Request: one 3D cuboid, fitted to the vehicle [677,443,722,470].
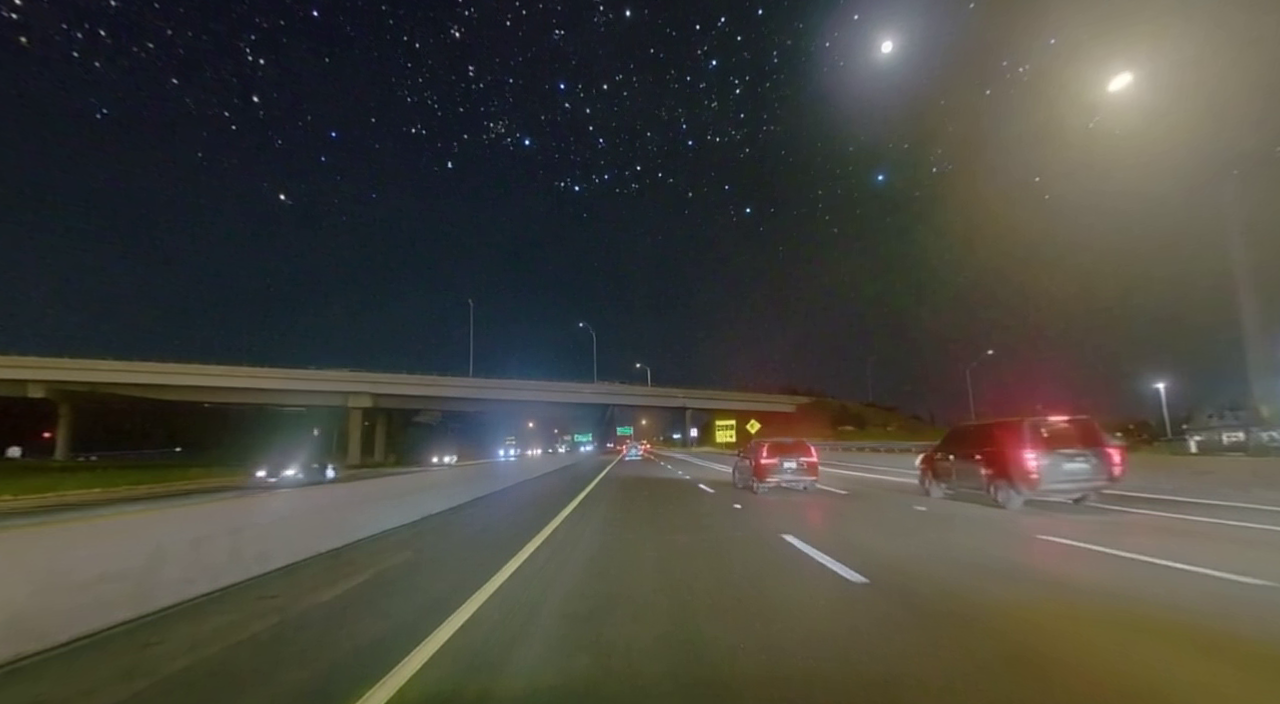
[{"bbox_3d":[3.384,6.018,36.586,1.967,1.423,4.503,0,-8,-2],"label":"vehicle"}]

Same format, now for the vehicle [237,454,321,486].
[{"bbox_3d":[-19.009,6.209,33.524,1.812,1.471,4.520,0,-8,0],"label":"vehicle"}]

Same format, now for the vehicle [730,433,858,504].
[{"bbox_3d":[3.806,2.977,16.655,2.005,1.585,4.863,0,-8,-2],"label":"vehicle"}]

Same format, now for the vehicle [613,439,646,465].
[{"bbox_3d":[-0.761,7.152,45.439,2.256,1.743,4.189,0,-8,-1],"label":"vehicle"}]

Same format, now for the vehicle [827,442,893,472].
[{"bbox_3d":[11.434,5.467,33.131,1.852,1.463,4.156,0,-8,-1],"label":"vehicle"}]

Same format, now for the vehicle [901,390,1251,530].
[{"bbox_3d":[7.648,2.023,12.311,2.448,2.042,5.959,0,-8,-1],"label":"vehicle"}]
